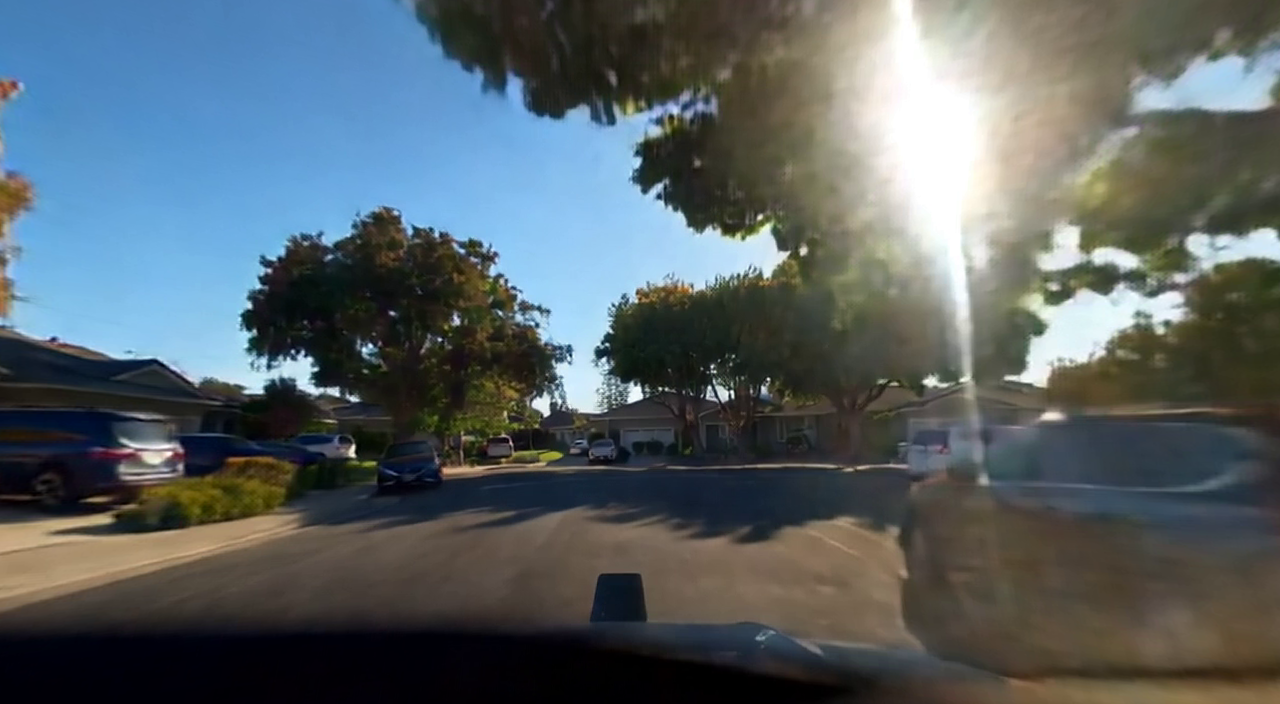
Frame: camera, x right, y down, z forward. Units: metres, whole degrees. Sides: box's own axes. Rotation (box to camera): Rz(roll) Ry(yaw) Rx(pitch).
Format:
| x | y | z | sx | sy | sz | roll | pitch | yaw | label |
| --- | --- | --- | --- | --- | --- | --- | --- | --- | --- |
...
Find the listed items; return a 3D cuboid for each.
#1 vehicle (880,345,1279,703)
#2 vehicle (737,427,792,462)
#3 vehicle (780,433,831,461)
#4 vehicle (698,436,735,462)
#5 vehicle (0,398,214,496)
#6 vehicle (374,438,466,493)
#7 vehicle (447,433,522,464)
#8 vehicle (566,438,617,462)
| x | y | z | sx | sy | sz | roll | pitch | yaw | label |
| --- | --- | --- | --- | --- | --- | --- | --- | --- | --- |
| 3.898 | 1.144 | 4.509 | 2.235 | 1.829 | 5.194 | 0 | -8 | -1 | vehicle |
| 7.843 | 5.918 | 40.397 | 2.455 | 2.018 | 5.271 | 0 | -8 | 0 | vehicle |
| 10.679 | 6.171 | 41.145 | 2.160 | 1.695 | 4.183 | 0 | -8 | 0 | vehicle |
| 4.855 | 6.229 | 40.604 | 1.833 | 1.540 | 3.532 | 0 | -8 | -1 | vehicle |
| -11.708 | 1.895 | 12.611 | 4.886 | 1.758 | 2.055 | 0 | -8 | 1 | vehicle |
| -6.957 | 3.448 | 19.623 | 2.236 | 1.459 | 4.832 | 3 | -9 | -24 | vehicle |
| -9.852 | 6.062 | 39.775 | 2.305 | 1.824 | 5.096 | 8 | -12 | -43 | vehicle |
| -3.294 | 6.508 | 42.145 | 1.932 | 1.518 | 4.343 | 4 | -9 | -26 | vehicle |
